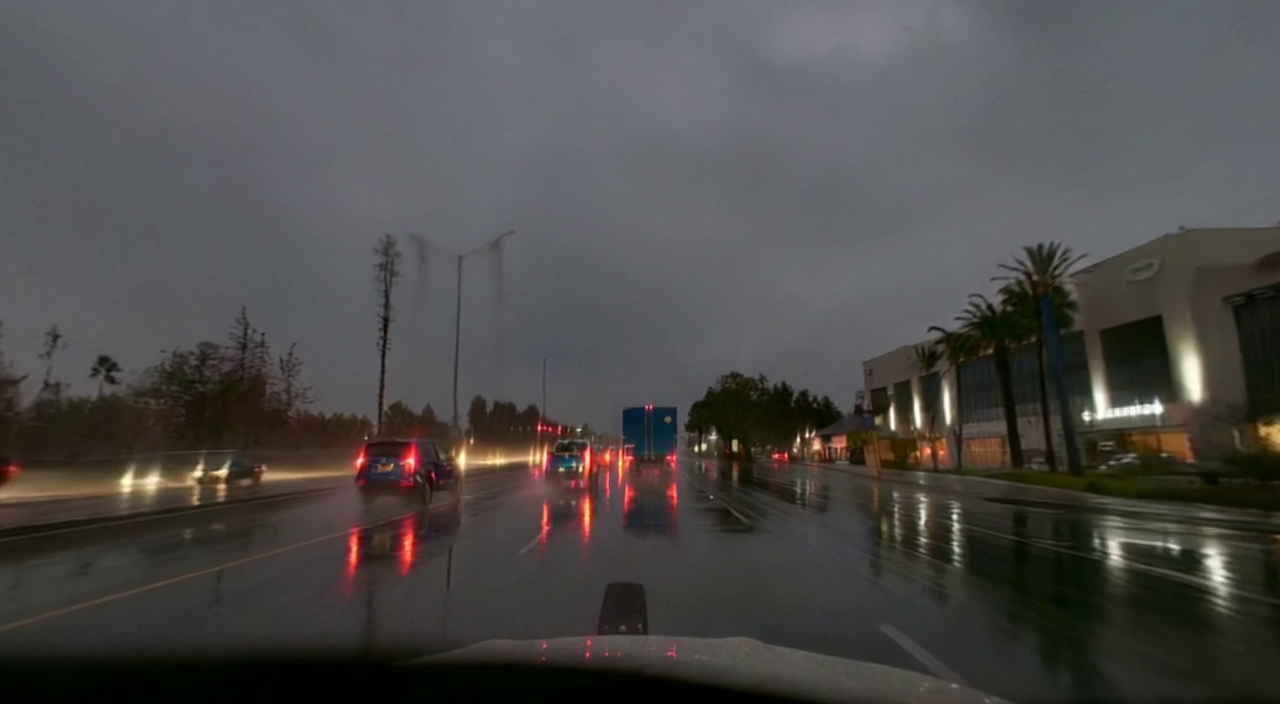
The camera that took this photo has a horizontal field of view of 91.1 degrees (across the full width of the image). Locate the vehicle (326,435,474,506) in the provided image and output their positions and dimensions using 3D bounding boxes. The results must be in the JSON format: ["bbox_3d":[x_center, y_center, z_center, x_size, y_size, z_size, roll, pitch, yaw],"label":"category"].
[{"bbox_3d":[-6.179,3.097,16.917,2.045,1.630,4.680,0,-8,1],"label":"vehicle"}]

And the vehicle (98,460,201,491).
[{"bbox_3d":[-27.816,6.999,35.853,1.876,1.505,4.876,0,-8,2],"label":"vehicle"}]

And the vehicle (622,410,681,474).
[{"bbox_3d":[0.657,5.056,35.243,2.993,3.235,6.692,0,-8,1],"label":"vehicle"}]

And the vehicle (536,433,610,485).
[{"bbox_3d":[-2.467,4.119,24.521,2.178,1.826,4.933,0,-8,2],"label":"vehicle"}]

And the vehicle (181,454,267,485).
[{"bbox_3d":[-24.550,6.923,37.274,1.932,1.660,4.486,0,-8,2],"label":"vehicle"}]
